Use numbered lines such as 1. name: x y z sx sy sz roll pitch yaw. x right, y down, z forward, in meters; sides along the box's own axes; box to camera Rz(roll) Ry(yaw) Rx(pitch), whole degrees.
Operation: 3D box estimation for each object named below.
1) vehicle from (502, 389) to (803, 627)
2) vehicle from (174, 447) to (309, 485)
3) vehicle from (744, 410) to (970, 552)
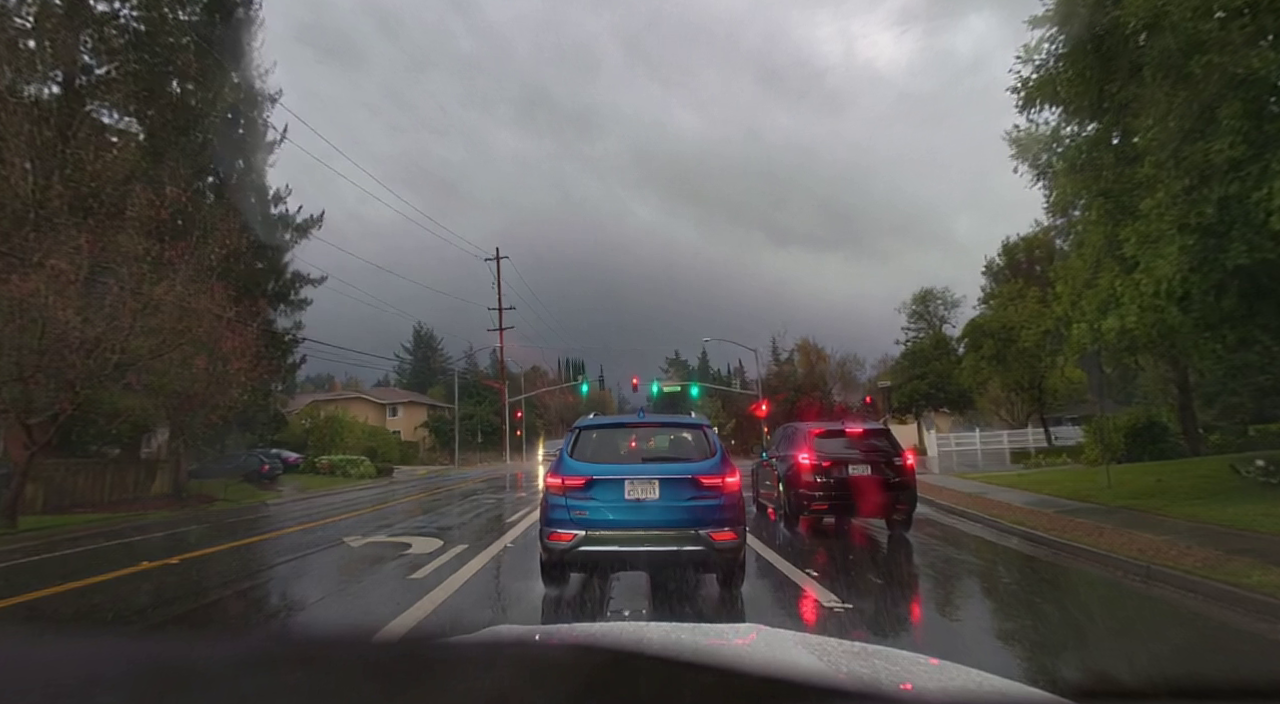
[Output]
1. vehicle: 0.062 1.420 6.654 2.151 1.695 4.100 0 -8 -1
2. vehicle: -16.153 4.632 25.715 4.245 1.446 1.827 0 -8 1
3. vehicle: 3.073 1.924 10.079 1.967 1.756 4.281 0 -8 -1
